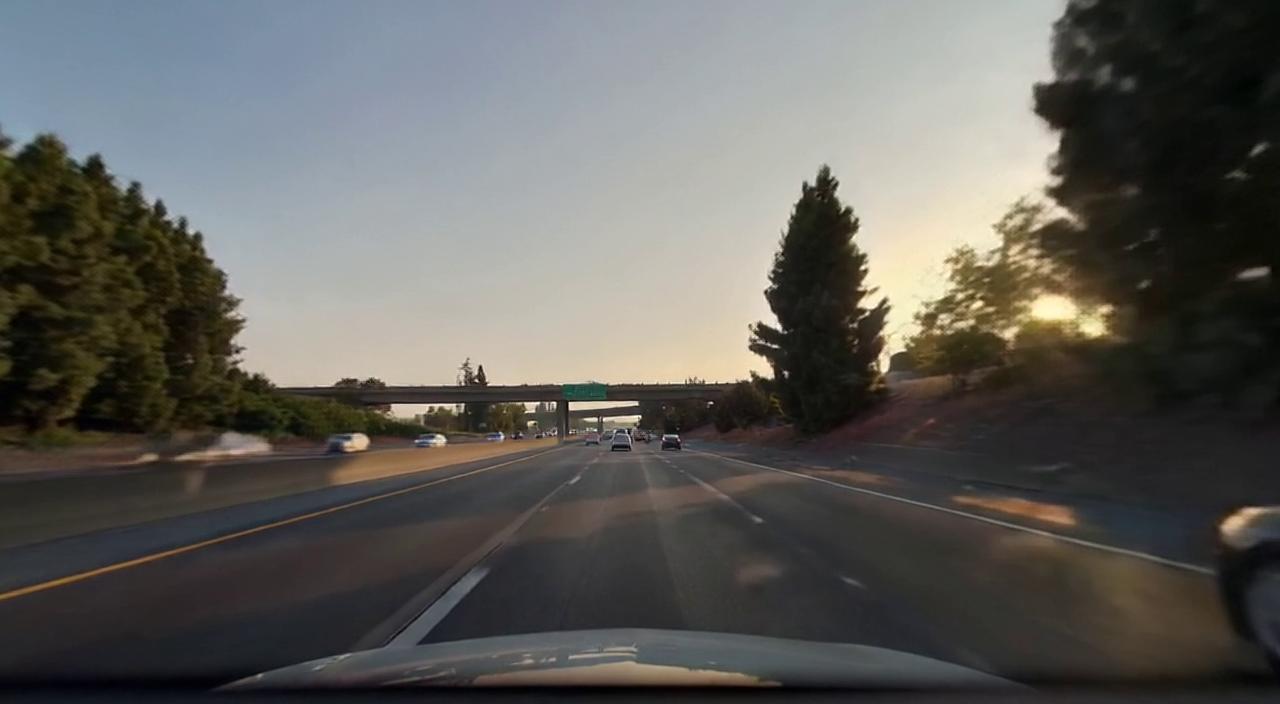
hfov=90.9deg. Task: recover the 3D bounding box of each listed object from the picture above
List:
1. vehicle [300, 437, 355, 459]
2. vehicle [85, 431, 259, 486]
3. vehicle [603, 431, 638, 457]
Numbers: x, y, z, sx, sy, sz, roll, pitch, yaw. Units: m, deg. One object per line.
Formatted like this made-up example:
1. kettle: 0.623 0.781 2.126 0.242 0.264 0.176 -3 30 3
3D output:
1. vehicle: -21.825 6.709 44.213 1.765 1.443 4.424 0 -8 -2
2. vehicle: -13.737 3.125 18.938 1.847 1.443 4.446 0 -8 -1
3. vehicle: -1.174 5.516 37.983 1.987 1.440 3.565 0 -8 -2
